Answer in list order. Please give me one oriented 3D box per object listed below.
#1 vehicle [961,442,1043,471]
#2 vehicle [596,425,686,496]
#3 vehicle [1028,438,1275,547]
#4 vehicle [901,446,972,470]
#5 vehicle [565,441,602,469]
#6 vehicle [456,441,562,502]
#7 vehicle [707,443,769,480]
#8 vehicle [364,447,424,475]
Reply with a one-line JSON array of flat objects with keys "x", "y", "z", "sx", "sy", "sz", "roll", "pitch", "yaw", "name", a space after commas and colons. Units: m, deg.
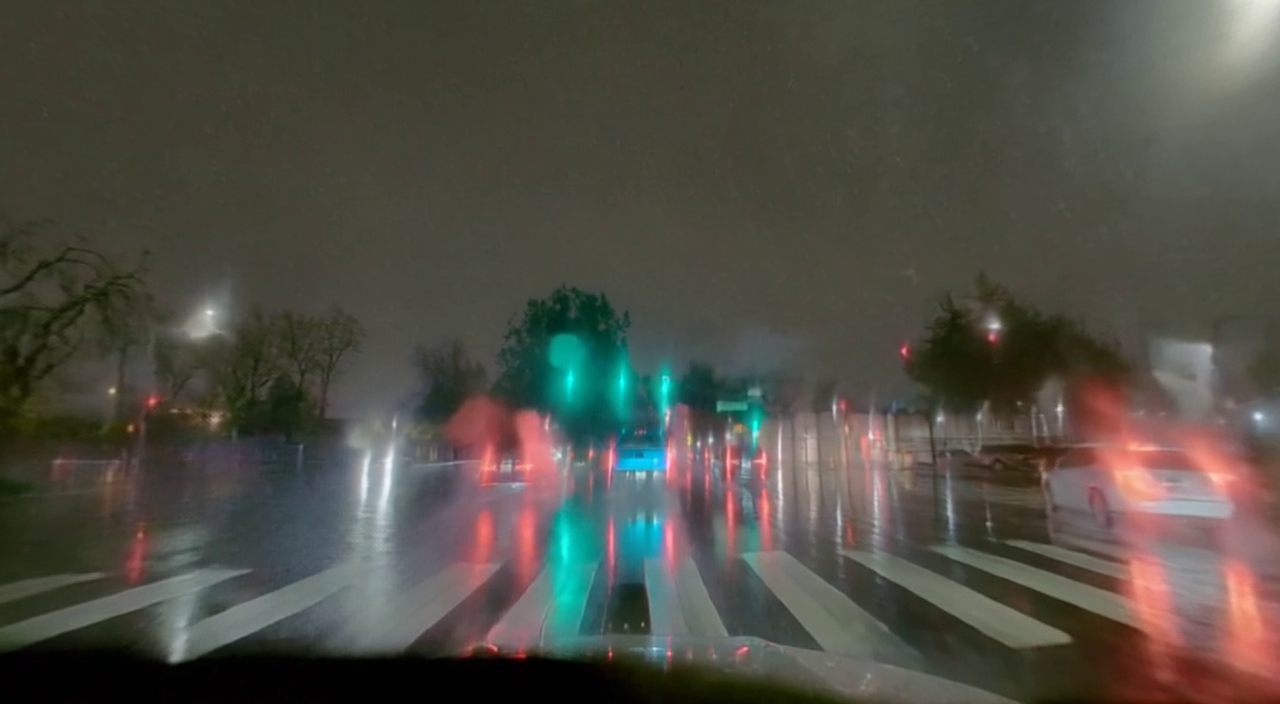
[{"x": 23.072, "y": 6.606, "z": 40.104, "sx": 4.786, "sy": 1.777, "sz": 2.248, "roll": 4, "pitch": -10, "yaw": -29, "name": "vehicle"}, {"x": 0.031, "y": 3.359, "z": 19.935, "sx": 2.493, "sy": 1.934, "sz": 4.957, "roll": 0, "pitch": -8, "yaw": 0, "name": "vehicle"}, {"x": 10.147, "y": 2.727, "z": 13.117, "sx": 2.126, "sy": 1.820, "sz": 4.521, "roll": -2, "pitch": -9, "yaw": 14, "name": "vehicle"}, {"x": 19.911, "y": 7.069, "z": 42.338, "sx": 4.417, "sy": 1.492, "sz": 1.943, "roll": 4, "pitch": -9, "yaw": -27, "name": "vehicle"}, {"x": -3.654, "y": 6.704, "z": 41.213, "sx": 2.018, "sy": 1.700, "sz": 4.142, "roll": 0, "pitch": -8, "yaw": 0, "name": "vehicle"}, {"x": -3.518, "y": 3.288, "z": 17.875, "sx": 1.986, "sy": 1.465, "sz": 4.509, "roll": 0, "pitch": -8, "yaw": 1, "name": "vehicle"}, {"x": 4.288, "y": 4.838, "z": 28.198, "sx": 1.968, "sy": 1.472, "sz": 4.456, "roll": 0, "pitch": -8, "yaw": -1, "name": "vehicle"}, {"x": -15.852, "y": 6.996, "z": 40.911, "sx": 2.012, "sy": 1.674, "sz": 4.522, "roll": 0, "pitch": -8, "yaw": 1, "name": "vehicle"}]
